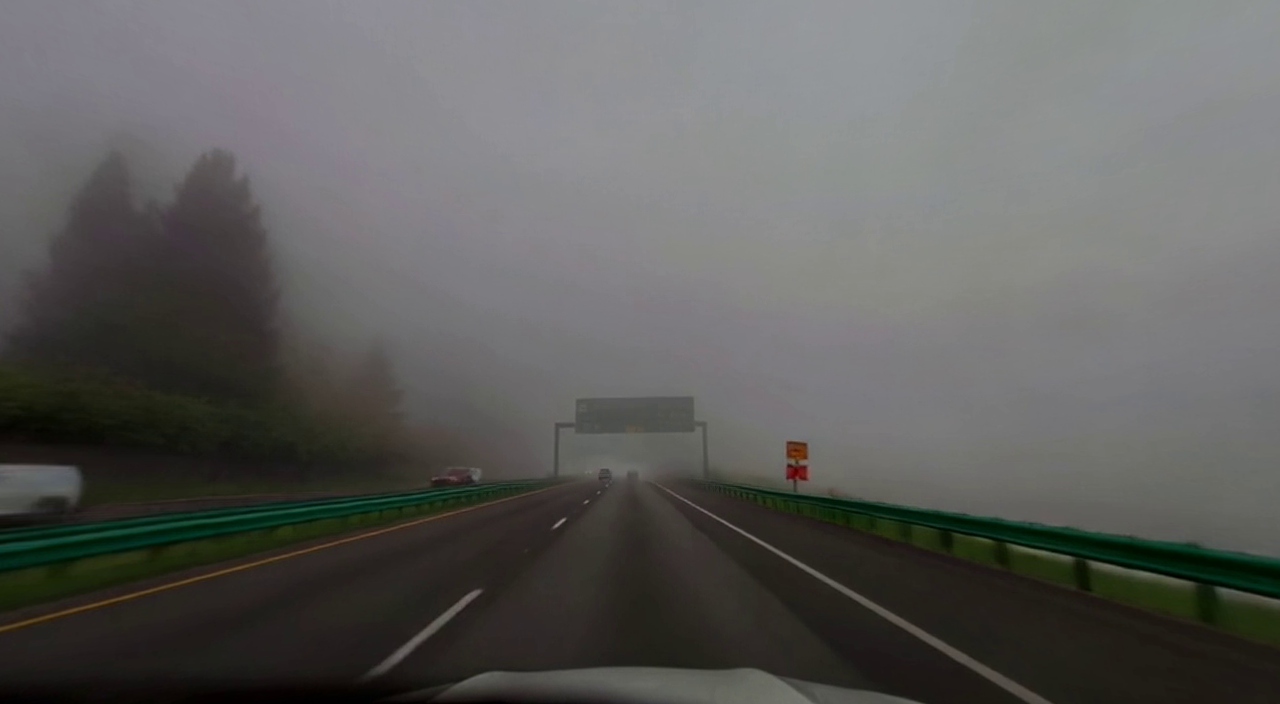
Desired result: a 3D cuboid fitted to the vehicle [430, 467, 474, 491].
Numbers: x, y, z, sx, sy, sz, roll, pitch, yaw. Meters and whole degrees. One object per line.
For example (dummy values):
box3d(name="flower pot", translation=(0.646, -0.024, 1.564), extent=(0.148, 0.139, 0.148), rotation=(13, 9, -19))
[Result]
box3d(name="vehicle", translation=(-13.081, 8.866, 44.099), extent=(1.931, 1.571, 3.634), rotation=(1, -11, 0))
